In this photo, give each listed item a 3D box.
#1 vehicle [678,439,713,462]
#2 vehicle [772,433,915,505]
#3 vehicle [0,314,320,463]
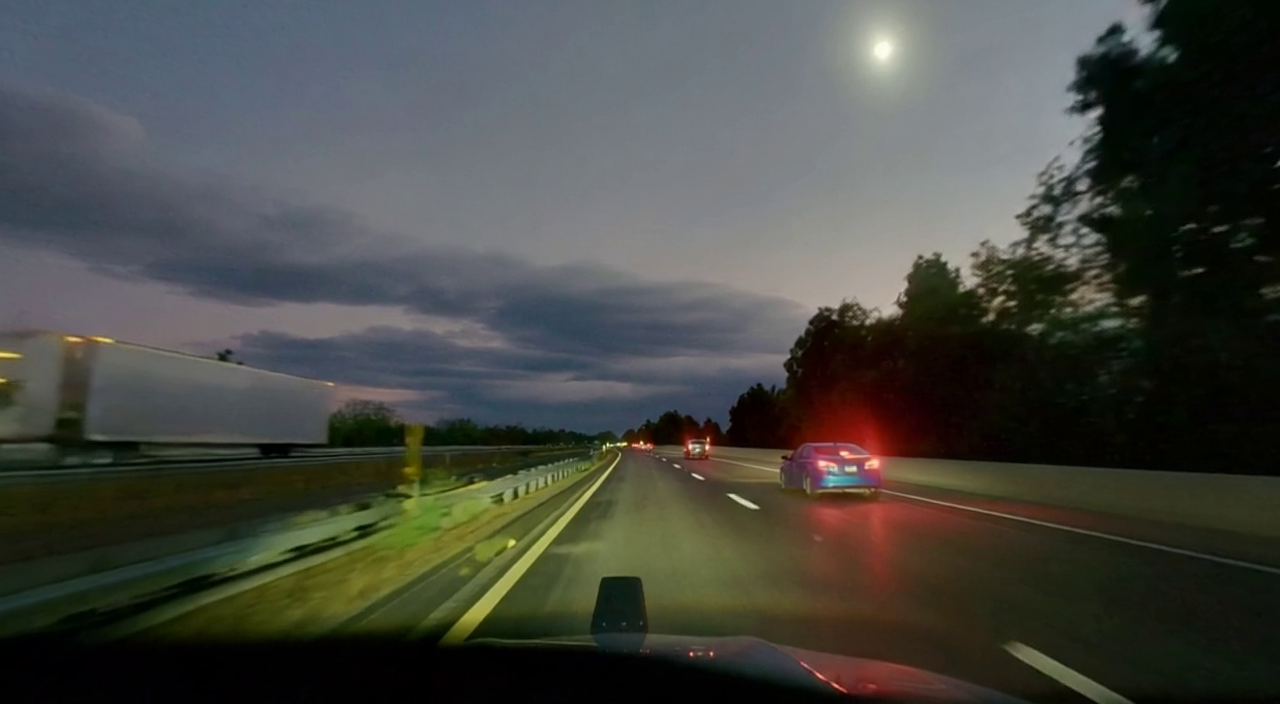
[{"bbox_3d":[3.783,6.758,43.272,1.945,1.538,3.729,0,-8,-2],"label":"vehicle"},{"bbox_3d":[4.801,2.809,15.598,2.072,1.528,4.176,0,-8,-1],"label":"vehicle"},{"bbox_3d":[-18.501,2.154,25.042,3.095,3.950,17.038,0,-8,-2],"label":"vehicle"}]
